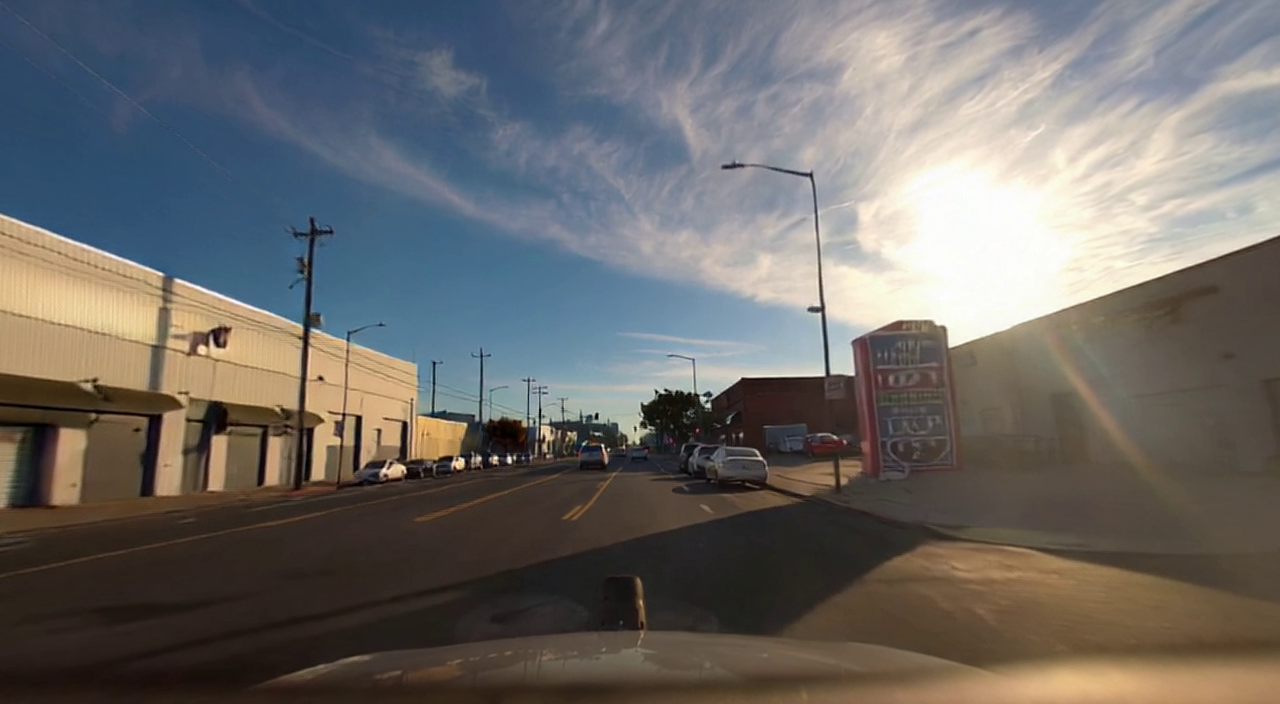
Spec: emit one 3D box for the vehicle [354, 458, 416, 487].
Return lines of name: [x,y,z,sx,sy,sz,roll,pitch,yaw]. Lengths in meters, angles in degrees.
vehicle: [-15.663,7.382,39.047,1.883,1.493,4.880,-3,-8,-1]

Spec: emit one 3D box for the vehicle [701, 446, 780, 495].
vehicle: [3.602,4.317,23.536,2.042,1.487,5.033,3,-8,0]

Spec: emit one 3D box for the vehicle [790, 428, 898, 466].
vehicle: [12.389,5.753,38.598,5.603,1.659,2.393,-5,-7,-4]

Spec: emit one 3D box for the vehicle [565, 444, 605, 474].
vehicle: [-3.613,7.155,42.671,2.348,1.831,4.737,0,-8,-1]

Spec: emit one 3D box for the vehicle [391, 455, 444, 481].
vehicle: [-15.697,8.165,44.854,2.076,1.518,4.981,-3,-8,-1]

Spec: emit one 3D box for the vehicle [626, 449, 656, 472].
vehicle: [0.058,7.795,45.657,2.099,1.470,4.270,0,-8,-1]
